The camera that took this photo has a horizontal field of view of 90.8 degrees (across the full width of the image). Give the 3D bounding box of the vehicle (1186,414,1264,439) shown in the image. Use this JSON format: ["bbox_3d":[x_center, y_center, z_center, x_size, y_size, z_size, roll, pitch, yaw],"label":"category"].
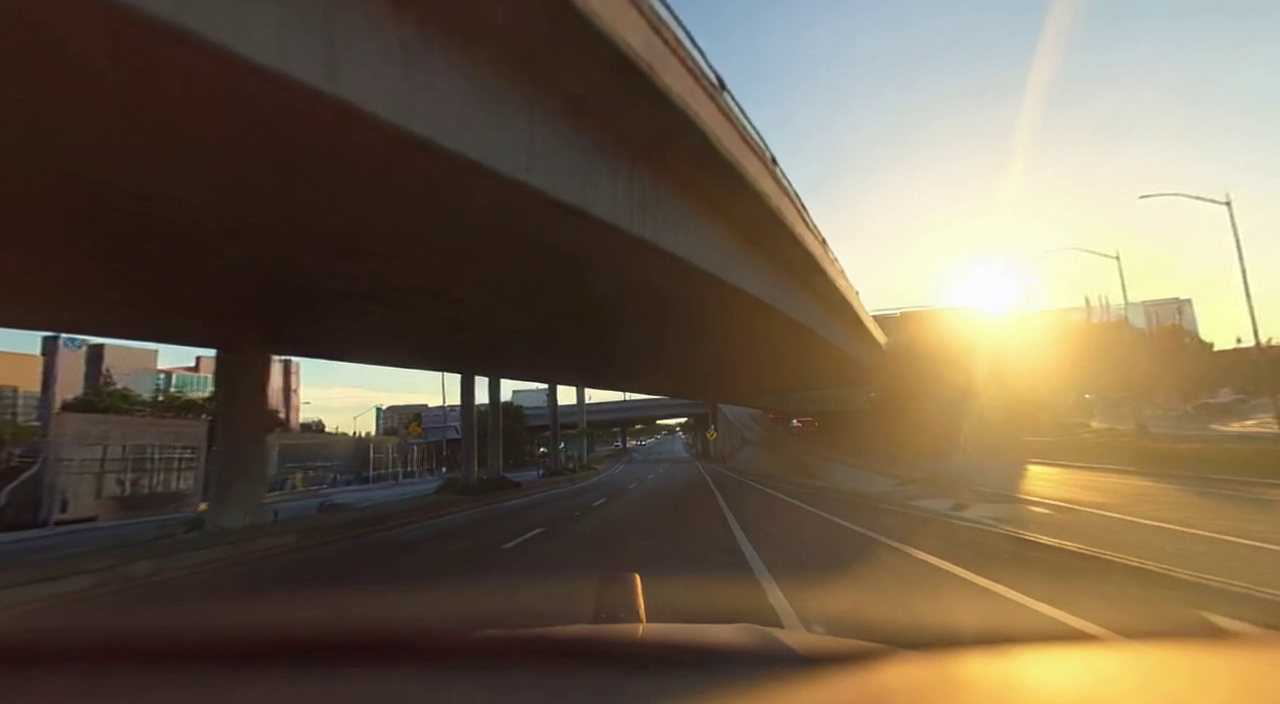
[{"bbox_3d":[43.829,5.611,47.450,1.744,1.705,4.514,-2,-8,5],"label":"vehicle"}]

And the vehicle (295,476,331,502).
[{"bbox_3d":[-22.851,9.550,44.228,2.105,1.469,4.514,3,-9,-26],"label":"vehicle"}]

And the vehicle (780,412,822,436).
[{"bbox_3d":[11.329,5.164,44.755,2.048,1.516,3.874,-1,-8,2],"label":"vehicle"}]
